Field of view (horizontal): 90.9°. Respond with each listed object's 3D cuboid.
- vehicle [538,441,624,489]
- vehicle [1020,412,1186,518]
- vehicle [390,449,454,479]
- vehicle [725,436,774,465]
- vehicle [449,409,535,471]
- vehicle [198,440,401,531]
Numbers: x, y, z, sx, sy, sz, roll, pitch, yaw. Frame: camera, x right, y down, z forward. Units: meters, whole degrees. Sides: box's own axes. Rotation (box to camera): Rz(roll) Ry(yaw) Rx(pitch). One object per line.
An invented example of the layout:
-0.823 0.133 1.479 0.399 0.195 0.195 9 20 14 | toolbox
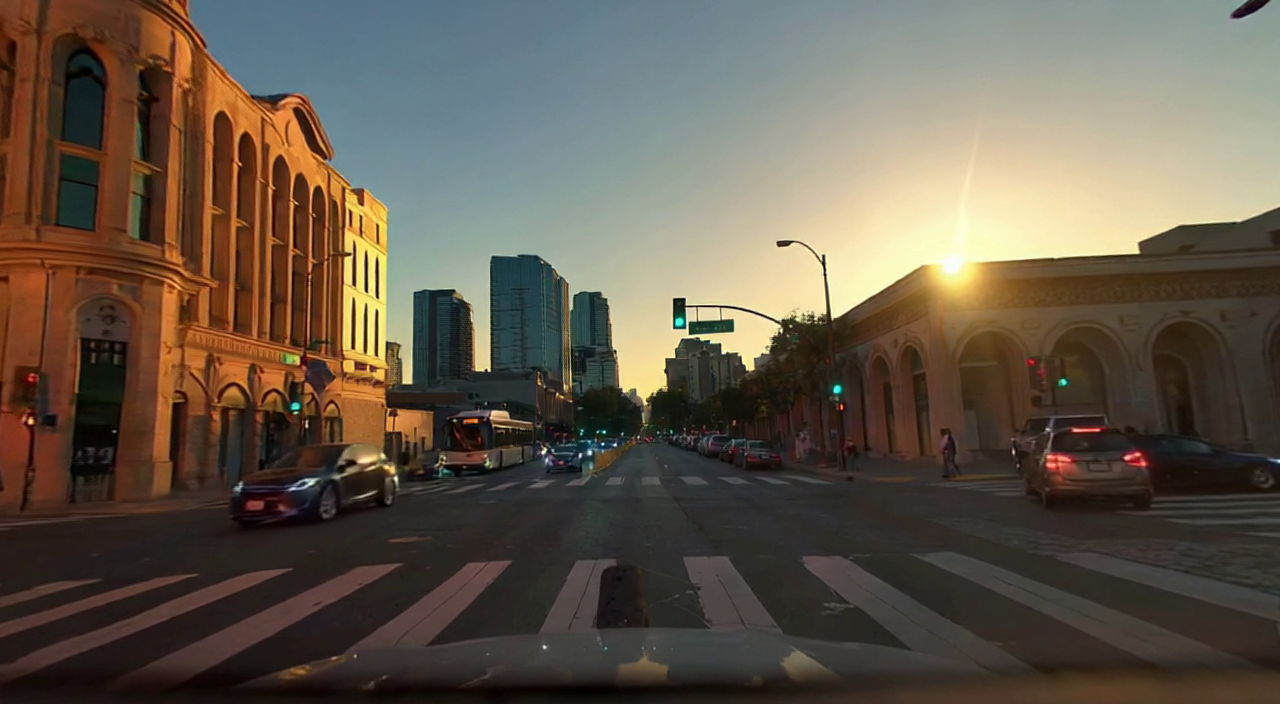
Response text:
-2.113 3.702 21.159 1.904 1.402 4.759 3 -9 -18 | vehicle
8.353 1.996 11.607 1.912 1.505 4.889 -6 -10 34 | vehicle
-11.939 6.115 34.796 1.998 1.505 4.405 0 -8 0 | vehicle
6.243 5.643 36.296 1.926 1.574 3.961 0 -8 -2 | vehicle
-8.930 5.564 39.601 2.981 3.391 9.957 0 -8 0 | vehicle
-6.483 2.544 12.639 1.861 1.508 4.052 0 -8 -1 | vehicle
